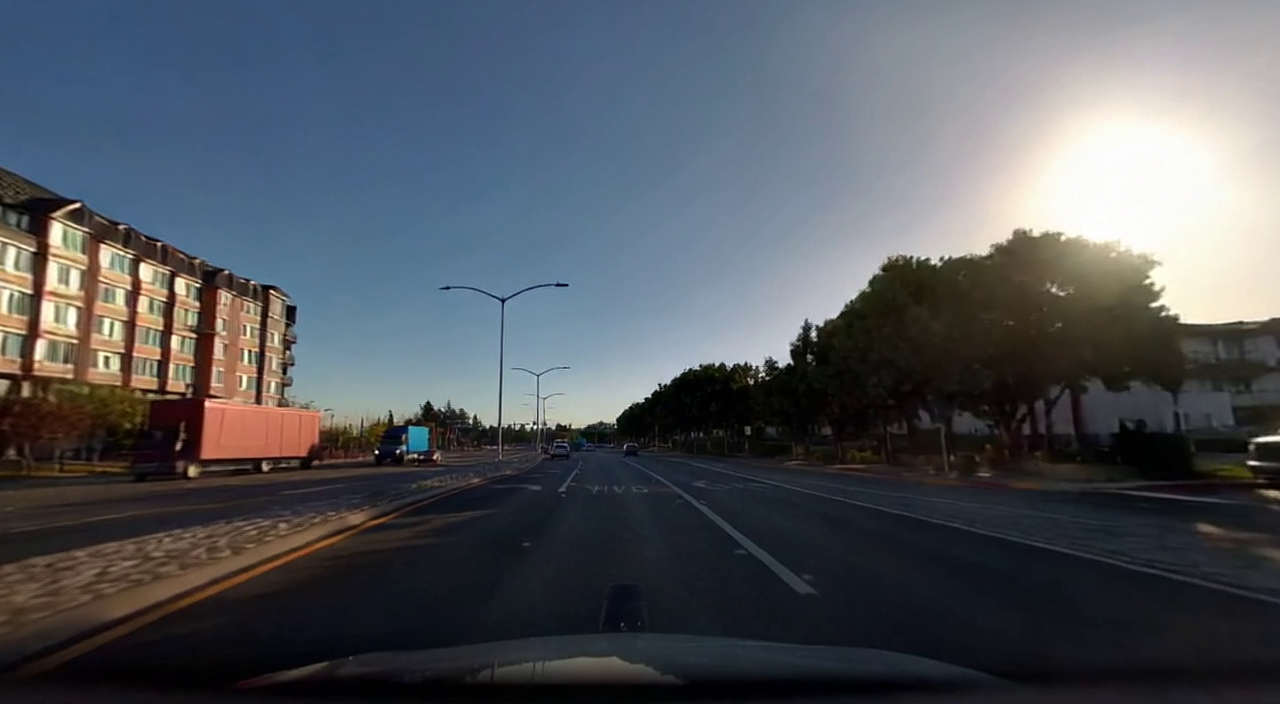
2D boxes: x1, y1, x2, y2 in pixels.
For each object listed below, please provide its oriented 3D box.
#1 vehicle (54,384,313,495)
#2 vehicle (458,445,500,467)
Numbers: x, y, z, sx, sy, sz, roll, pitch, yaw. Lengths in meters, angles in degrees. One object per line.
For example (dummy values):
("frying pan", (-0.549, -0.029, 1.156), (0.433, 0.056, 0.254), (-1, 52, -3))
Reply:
("vehicle", (-18.773, 3.965, 28.126), (3.331, 3.651, 14.423), (1, -9, -11))
("vehicle", (-11.467, 7.439, 45.233), (2.133, 1.484, 4.749), (1, -9, -5))
